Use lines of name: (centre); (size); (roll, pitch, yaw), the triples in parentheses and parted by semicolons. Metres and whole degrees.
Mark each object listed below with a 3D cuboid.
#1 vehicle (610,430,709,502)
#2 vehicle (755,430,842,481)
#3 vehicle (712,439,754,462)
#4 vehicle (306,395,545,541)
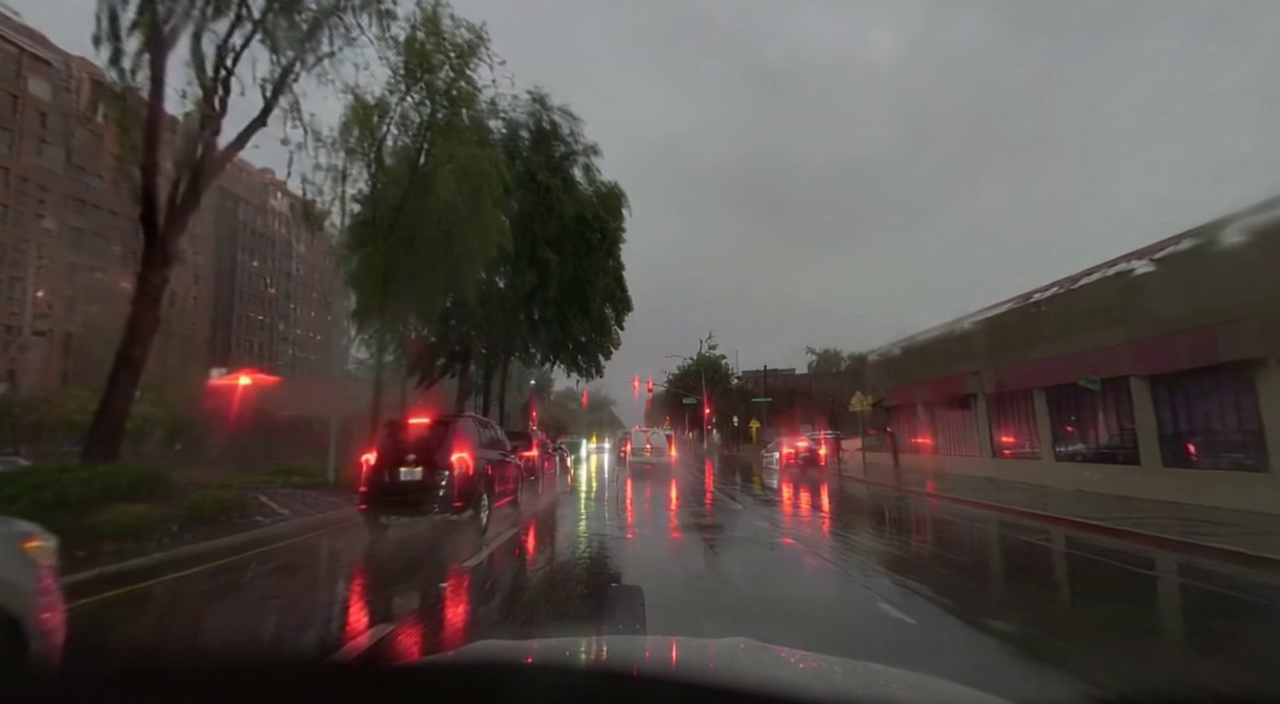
vehicle: (0.353, 2.859, 16.199); (2.201, 1.589, 3.843); (0, -9, -3)
vehicle: (6.418, 4.260, 26.220); (2.300, 1.903, 4.579); (0, -9, -1)
vehicle: (6.346, 6.810, 43.640); (1.986, 1.477, 4.510); (0, -9, -2)
vehicle: (-3.277, 1.928, 11.006); (2.487, 1.978, 4.628); (0, -9, 1)
